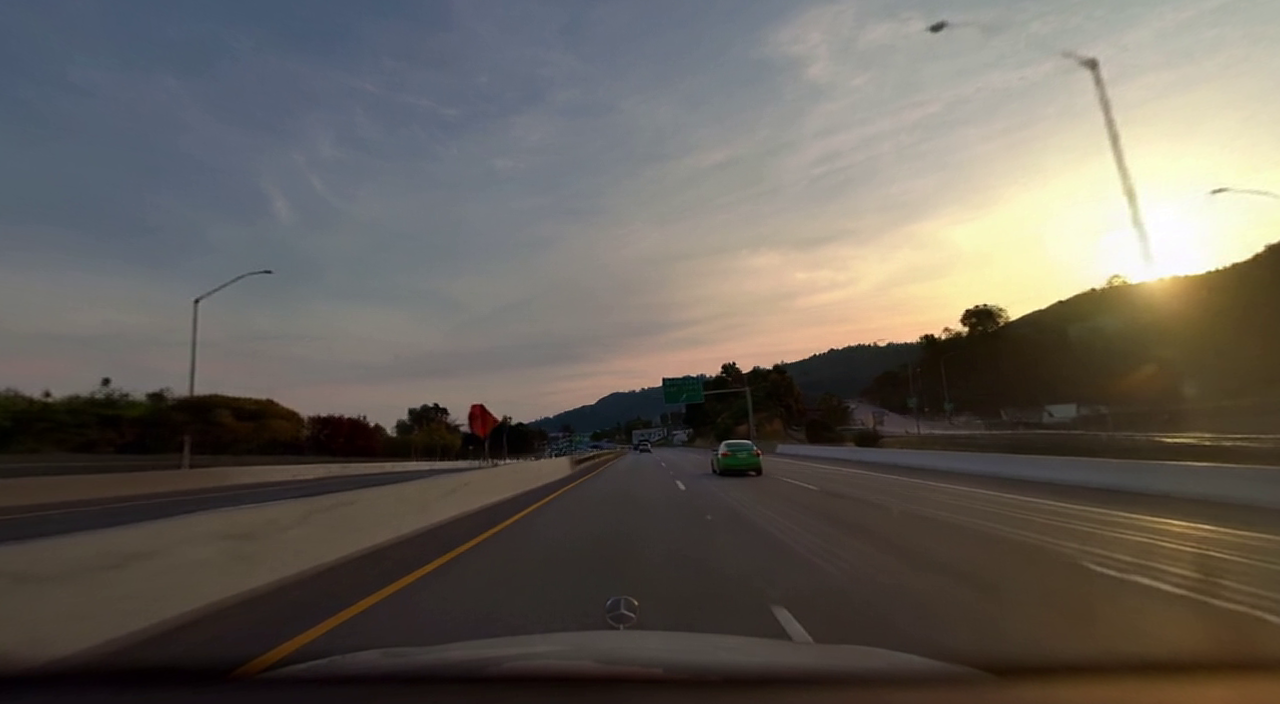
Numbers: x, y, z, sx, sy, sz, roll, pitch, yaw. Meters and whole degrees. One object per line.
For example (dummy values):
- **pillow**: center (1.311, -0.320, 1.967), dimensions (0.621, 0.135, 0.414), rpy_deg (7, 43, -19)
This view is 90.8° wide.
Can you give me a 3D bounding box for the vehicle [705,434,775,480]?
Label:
- **vehicle**: center (3.535, 3.800, 23.161), dimensions (1.874, 1.506, 4.116), rpy_deg (0, -8, 0)
